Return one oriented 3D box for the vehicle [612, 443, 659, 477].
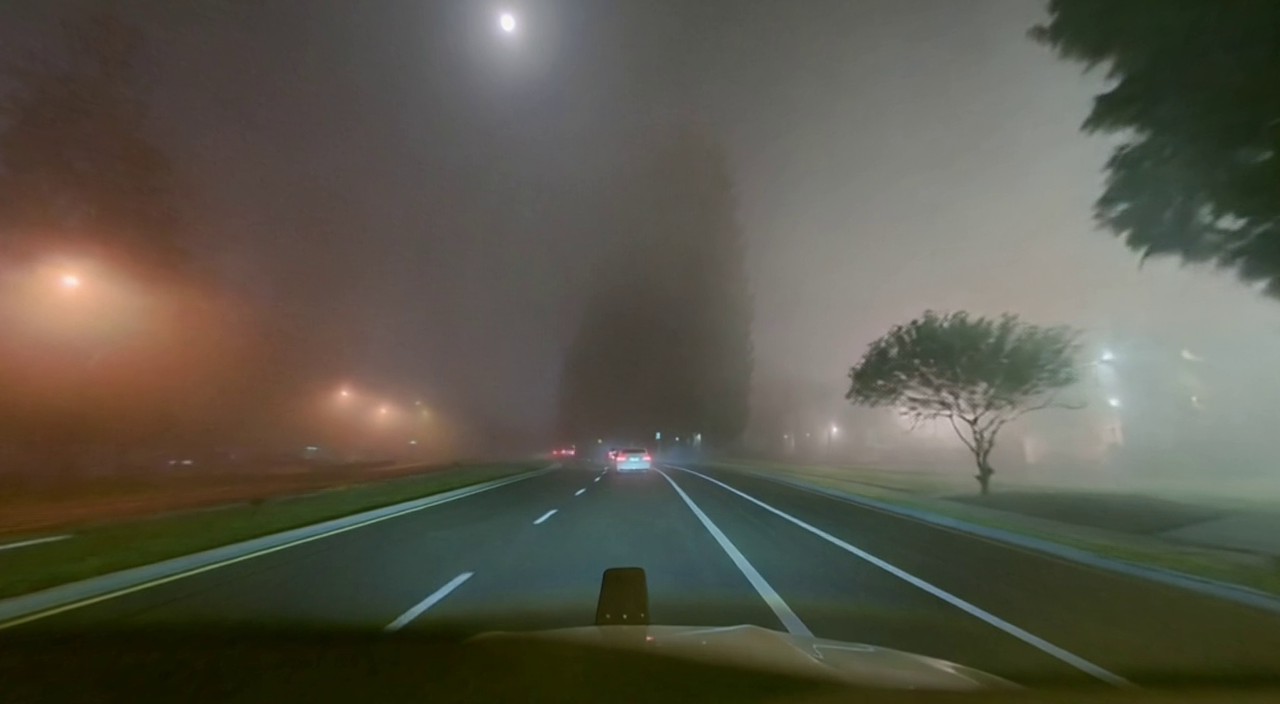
[{"bbox_3d":[-0.228,4.904,28.945,2.009,1.456,4.003,0,-8,-1],"label":"vehicle"}]
